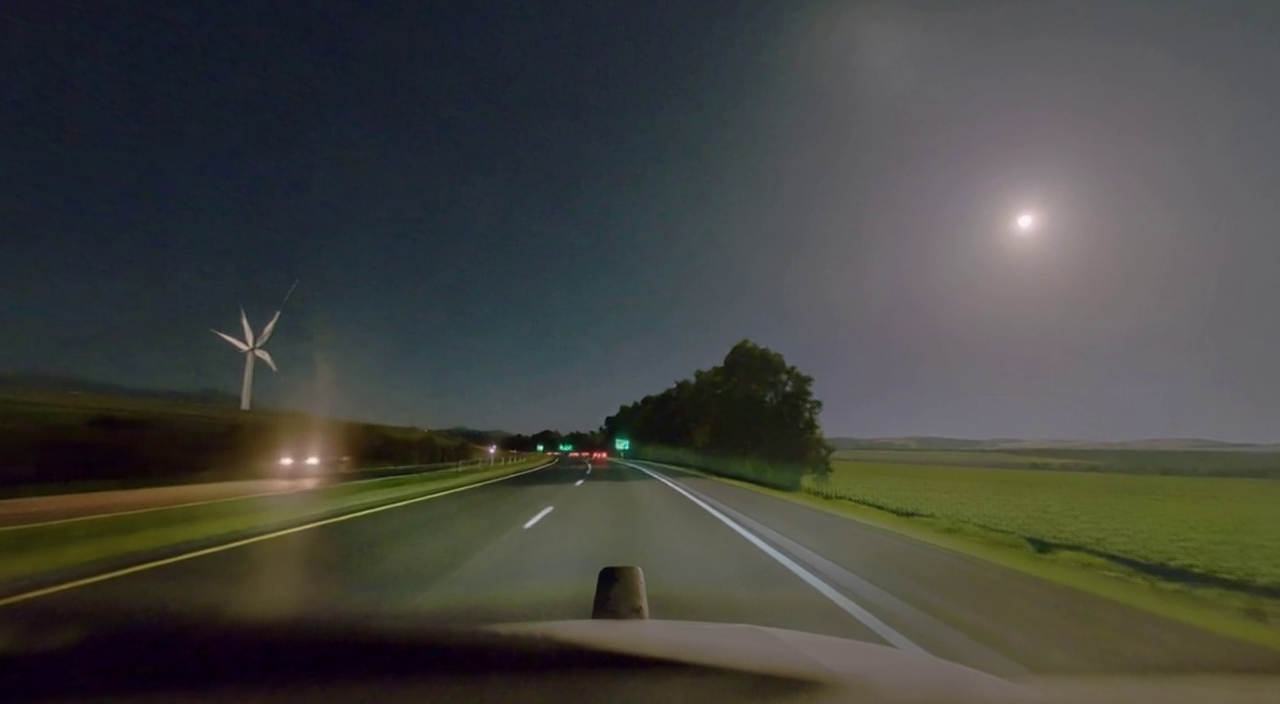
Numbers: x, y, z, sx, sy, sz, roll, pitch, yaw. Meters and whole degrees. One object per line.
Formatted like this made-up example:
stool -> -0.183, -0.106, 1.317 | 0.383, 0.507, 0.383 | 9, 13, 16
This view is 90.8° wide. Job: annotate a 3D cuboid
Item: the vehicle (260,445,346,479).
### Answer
vehicle -> -16.355, 5.362, 30.910 | 1.904, 1.499, 4.422 | 0, -9, -3
